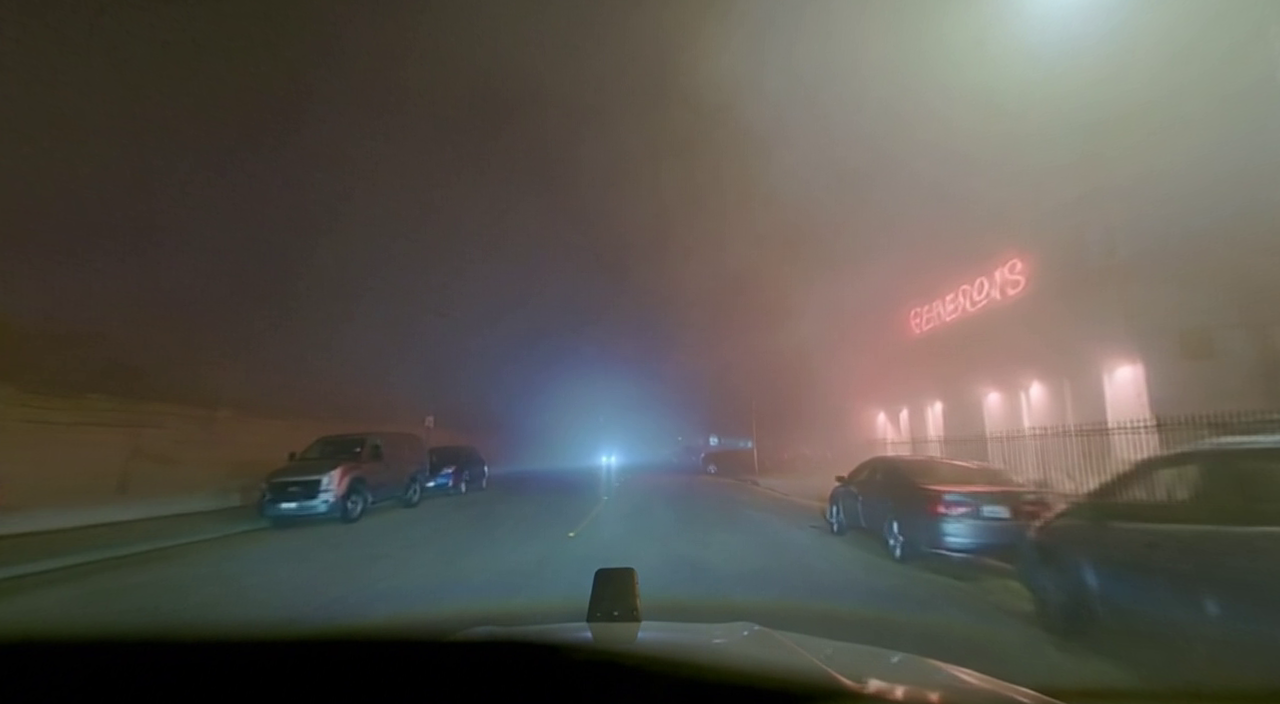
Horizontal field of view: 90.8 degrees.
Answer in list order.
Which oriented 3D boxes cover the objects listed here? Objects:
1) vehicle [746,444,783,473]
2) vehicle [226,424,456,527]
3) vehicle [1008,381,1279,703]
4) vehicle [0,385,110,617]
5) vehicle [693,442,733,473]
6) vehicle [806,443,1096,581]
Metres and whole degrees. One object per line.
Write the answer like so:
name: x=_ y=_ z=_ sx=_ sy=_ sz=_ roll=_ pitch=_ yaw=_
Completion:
vehicle: x=8.555 y=7.411 z=43.691 sx=1.911 sy=1.685 sz=3.764 roll=3 pitch=-12 yaw=2
vehicle: x=-6.488 y=2.764 z=14.825 sx=2.504 sy=1.919 sz=5.658 roll=0 pitch=-9 yaw=2
vehicle: x=4.378 y=1.102 z=3.571 sx=1.941 sy=1.810 sz=4.364 roll=0 pitch=-9 yaw=0
vehicle: x=-6.538 y=1.035 z=3.546 sx=2.304 sy=1.937 sz=5.720 roll=-2 pitch=-9 yaw=-2
vehicle: x=4.805 y=7.027 z=42.413 sx=2.158 sy=1.900 sz=5.376 roll=0 pitch=-9 yaw=1
vehicle: x=4.211 y=2.189 z=9.648 sx=2.050 sy=1.475 sz=4.613 roll=1 pitch=-8 yaw=-1
